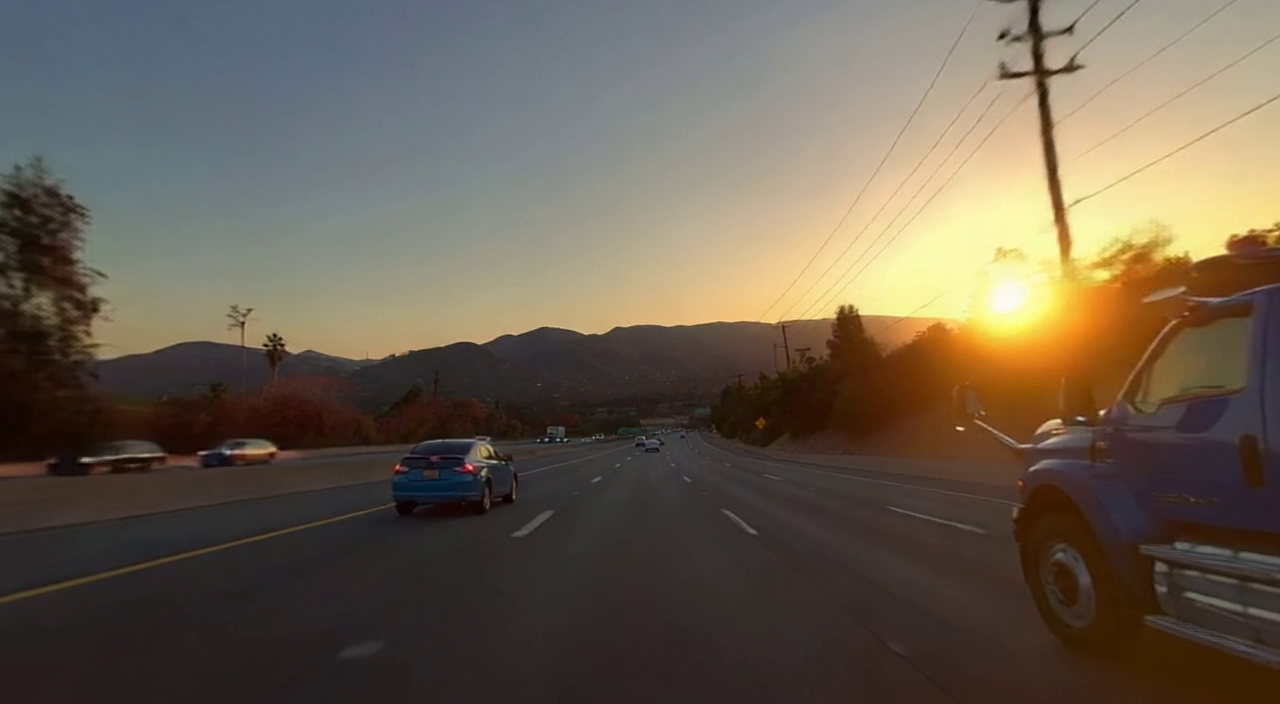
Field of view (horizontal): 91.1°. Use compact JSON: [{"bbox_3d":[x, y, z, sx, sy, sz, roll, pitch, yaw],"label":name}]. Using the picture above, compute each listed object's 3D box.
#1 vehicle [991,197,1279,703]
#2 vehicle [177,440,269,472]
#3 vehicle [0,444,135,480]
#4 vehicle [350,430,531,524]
[{"bbox_3d":[3.646,0.334,0.872,2.538,2.228,6.370,0,-8,-1],"label":"vehicle"},{"bbox_3d":[-22.081,5.518,33.485,1.852,1.572,4.337,0,-8,1],"label":"vehicle"},{"bbox_3d":[-25.786,4.919,28.434,1.912,1.437,4.612,0,-8,0],"label":"vehicle"},{"bbox_3d":[-3.615,2.349,12.413,1.974,1.493,4.563,0,-8,1],"label":"vehicle"}]
